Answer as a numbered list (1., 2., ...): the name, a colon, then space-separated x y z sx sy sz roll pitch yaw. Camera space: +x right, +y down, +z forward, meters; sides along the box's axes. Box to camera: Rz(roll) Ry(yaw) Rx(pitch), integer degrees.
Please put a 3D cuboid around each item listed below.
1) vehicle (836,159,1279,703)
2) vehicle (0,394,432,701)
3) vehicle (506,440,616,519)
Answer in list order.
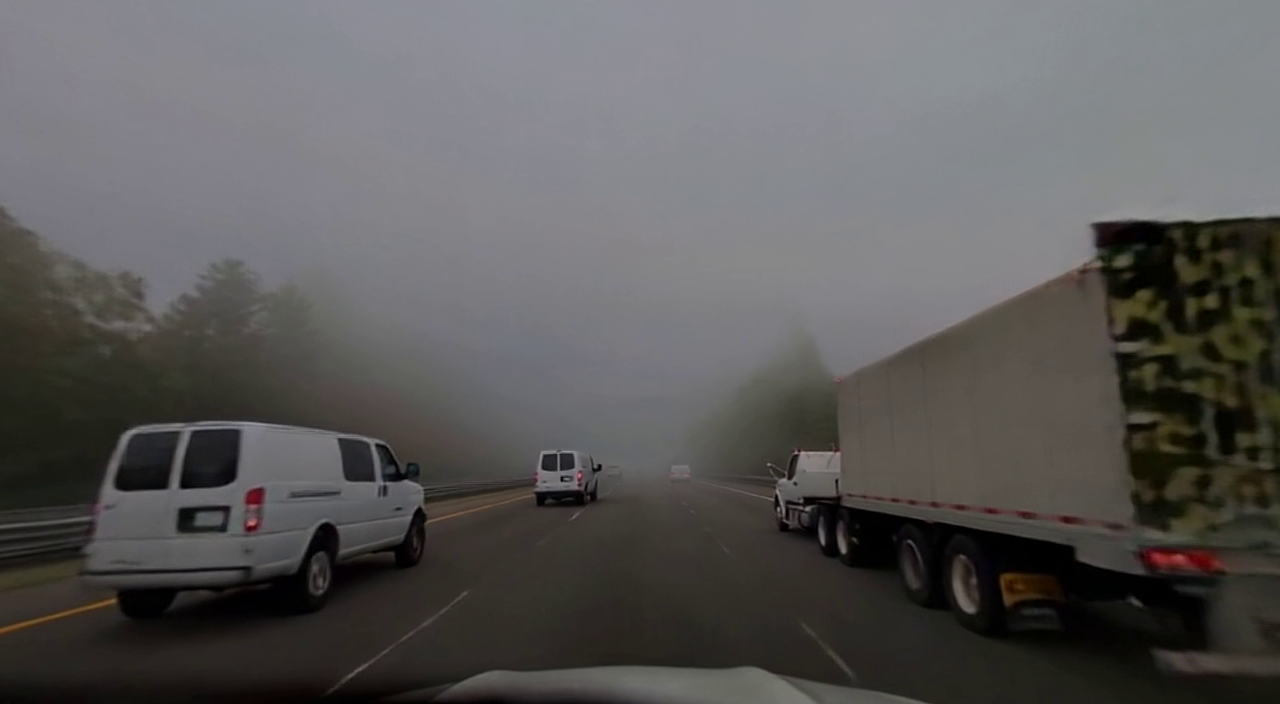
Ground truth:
1. vehicle: 3.936 0.924 5.591 2.703 2.988 5.097 1 -10 0
2. vehicle: -3.708 1.465 5.707 2.124 1.671 4.262 1 -10 0
3. vehicle: -2.100 3.688 18.471 2.378 1.930 5.086 0 -10 2
